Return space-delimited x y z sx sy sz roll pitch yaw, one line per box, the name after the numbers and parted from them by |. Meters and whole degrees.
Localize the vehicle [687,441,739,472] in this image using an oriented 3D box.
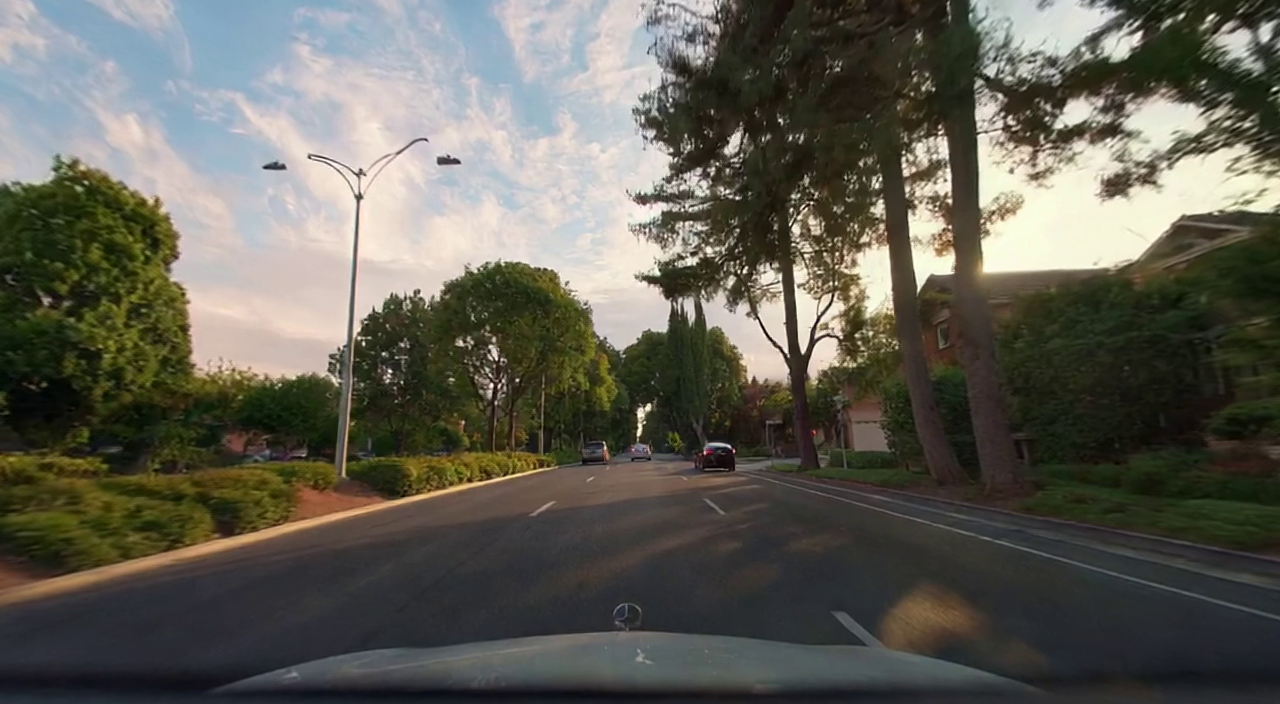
3.989 5.822 35.351 2.237 1.578 4.621 0 -8 -1 | vehicle
